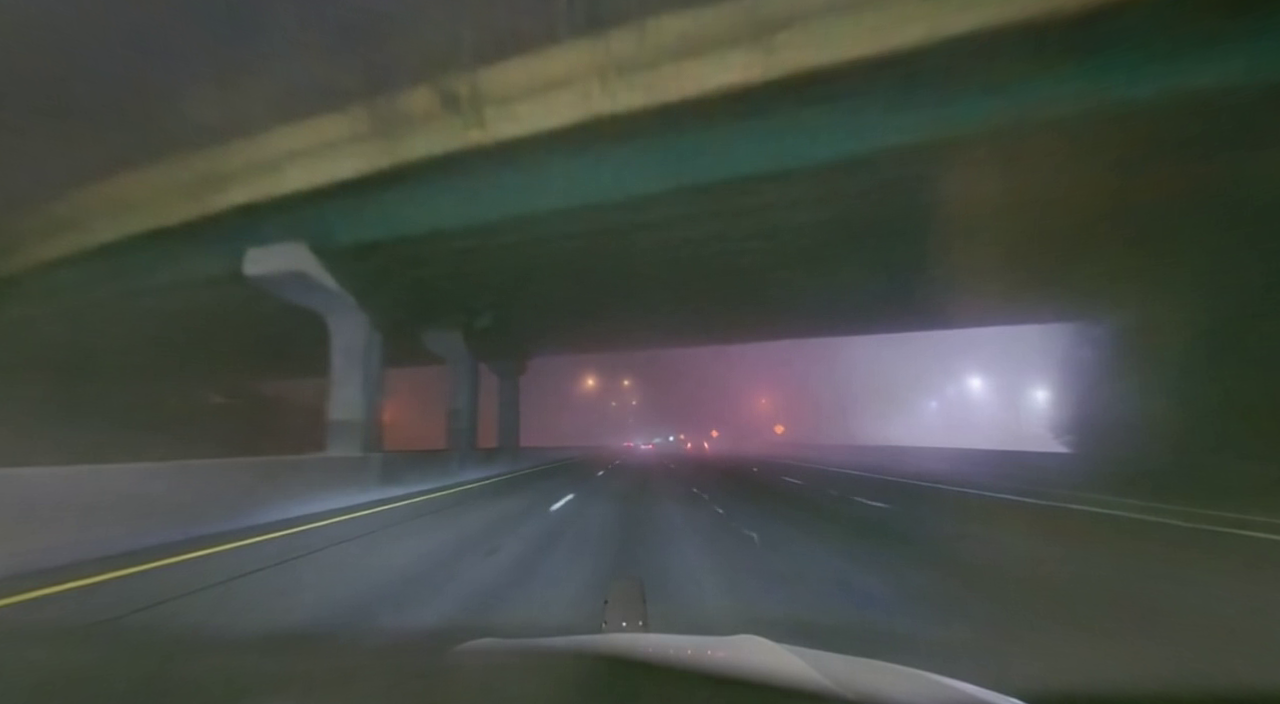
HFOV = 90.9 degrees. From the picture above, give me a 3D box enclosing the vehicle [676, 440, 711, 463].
[{"bbox_3d":[3.641,6.889,43.677,1.949,1.515,4.374,0,-8,-1],"label":"vehicle"}]
